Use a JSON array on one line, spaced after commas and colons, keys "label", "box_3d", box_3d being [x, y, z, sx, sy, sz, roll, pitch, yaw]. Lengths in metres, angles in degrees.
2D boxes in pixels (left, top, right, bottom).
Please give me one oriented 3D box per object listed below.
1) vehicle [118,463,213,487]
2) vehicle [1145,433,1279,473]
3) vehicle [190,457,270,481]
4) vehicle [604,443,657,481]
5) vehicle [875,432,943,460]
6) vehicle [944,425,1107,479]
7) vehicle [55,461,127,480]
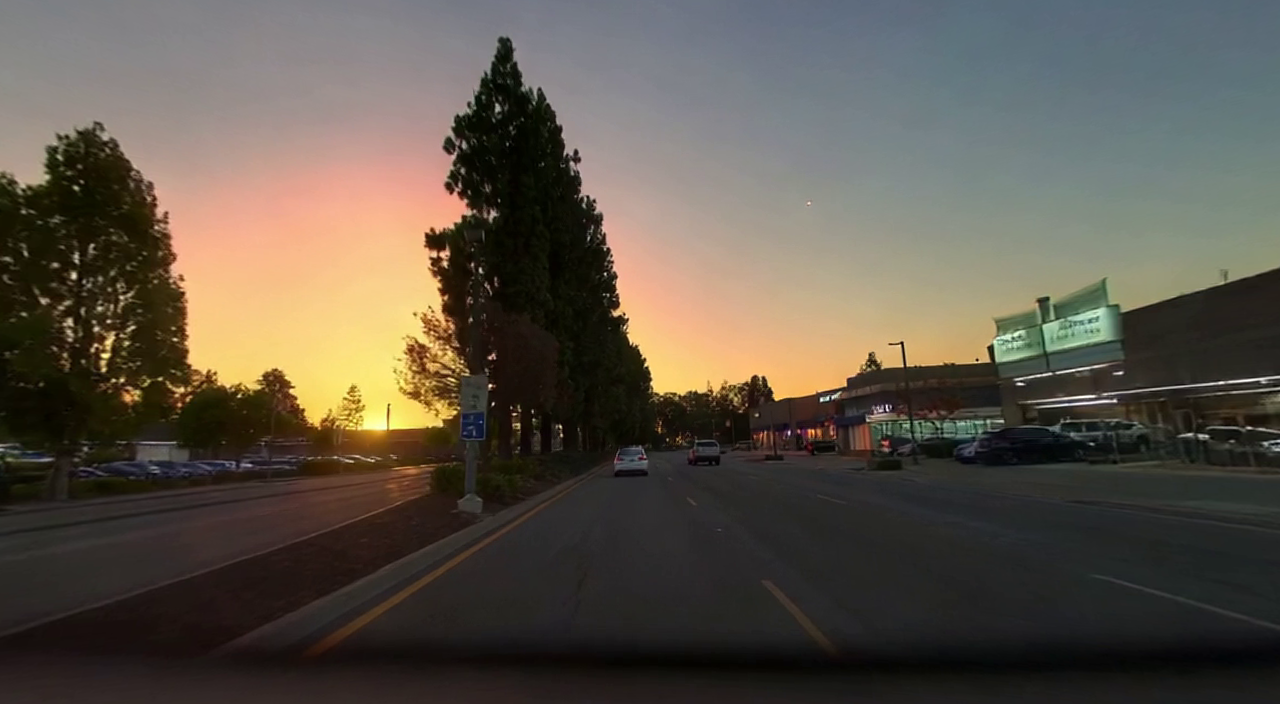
[{"label": "vehicle", "box_3d": [-30.578, 7.914, 40.819, 4.497, 1.450, 2.010, 0, -9, -1]}, {"label": "vehicle", "box_3d": [23.591, 4.101, 25.914, 2.006, 1.455, 4.301, -1, -8, -2]}, {"label": "vehicle", "box_3d": [-29.806, 8.517, 46.006, 4.360, 1.606, 1.978, 1, -9, -5]}, {"label": "vehicle", "box_3d": [-0.392, 4.723, 27.435, 2.126, 1.475, 3.967, 0, -8, 0]}, {"label": "vehicle", "box_3d": [20.592, 7.222, 48.750, 2.356, 2.005, 6.308, 0, -8, -1]}, {"label": "vehicle", "box_3d": [16.400, 4.300, 27.629, 2.454, 1.973, 7.124, -1, -8, -1]}, {"label": "vehicle", "box_3d": [-43.264, 9.351, 49.813, 3.918, 1.350, 1.804, 0, -8, -2]}]
